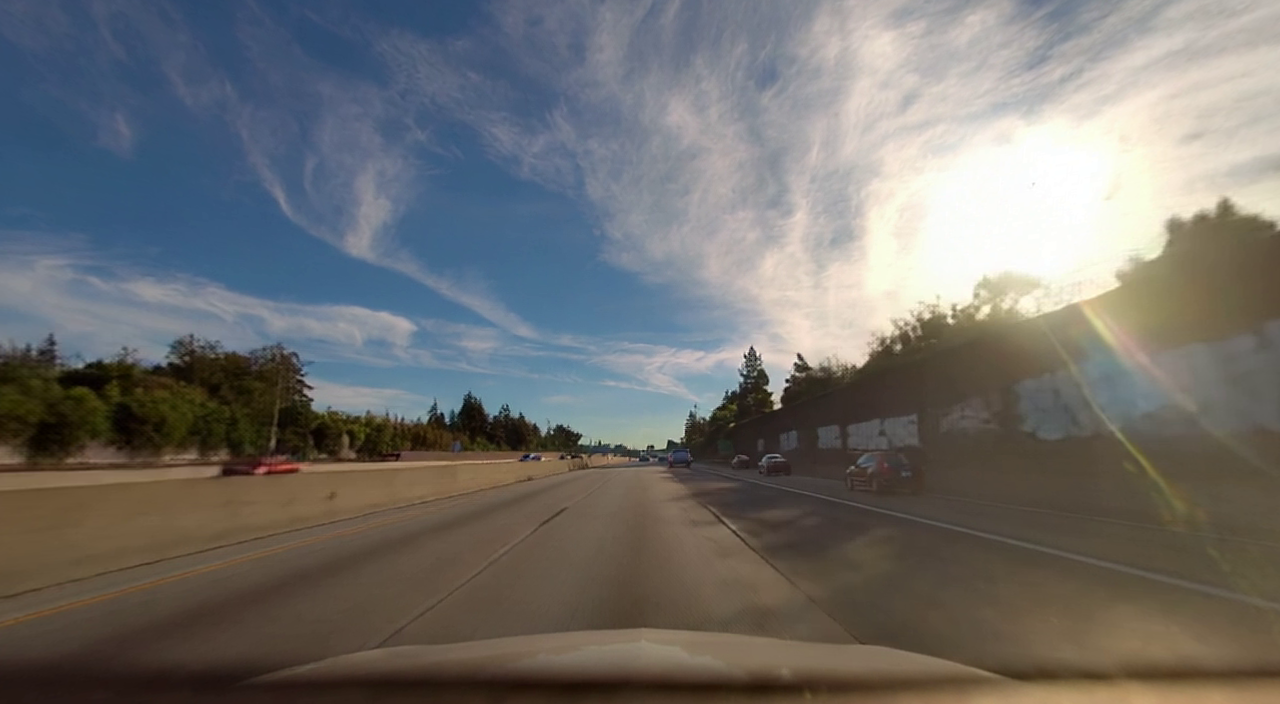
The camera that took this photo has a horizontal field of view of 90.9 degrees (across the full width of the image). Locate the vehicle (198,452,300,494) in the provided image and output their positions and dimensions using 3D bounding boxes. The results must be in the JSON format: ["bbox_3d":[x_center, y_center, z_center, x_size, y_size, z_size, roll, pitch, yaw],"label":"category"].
[{"bbox_3d":[-15.692,4.828,25.507,1.782,1.545,3.556,0,-9,1],"label":"vehicle"}]

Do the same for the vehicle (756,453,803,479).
[{"bbox_3d":[8.296,6.814,37.947,1.842,1.475,4.479,0,-9,0],"label":"vehicle"}]

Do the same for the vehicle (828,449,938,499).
[{"bbox_3d":[8.036,4.045,21.339,1.907,1.495,4.517,0,-9,0],"label":"vehicle"}]
